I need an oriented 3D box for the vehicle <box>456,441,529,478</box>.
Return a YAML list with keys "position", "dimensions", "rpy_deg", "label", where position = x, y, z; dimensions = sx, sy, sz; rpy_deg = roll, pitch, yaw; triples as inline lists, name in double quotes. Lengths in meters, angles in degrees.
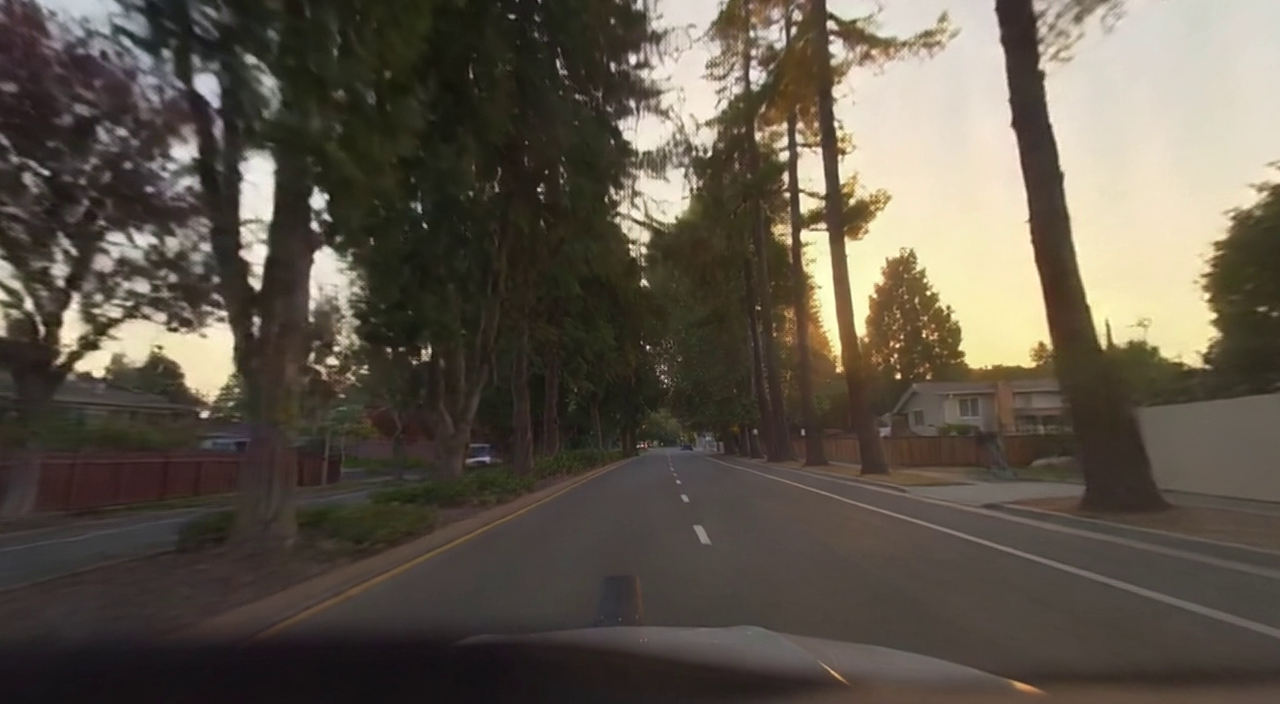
- position: [-6.741, 4.940, 29.305]
  dimensions: [2.000, 1.570, 4.808]
  rpy_deg: [0, -8, 3]
  label: "vehicle"
